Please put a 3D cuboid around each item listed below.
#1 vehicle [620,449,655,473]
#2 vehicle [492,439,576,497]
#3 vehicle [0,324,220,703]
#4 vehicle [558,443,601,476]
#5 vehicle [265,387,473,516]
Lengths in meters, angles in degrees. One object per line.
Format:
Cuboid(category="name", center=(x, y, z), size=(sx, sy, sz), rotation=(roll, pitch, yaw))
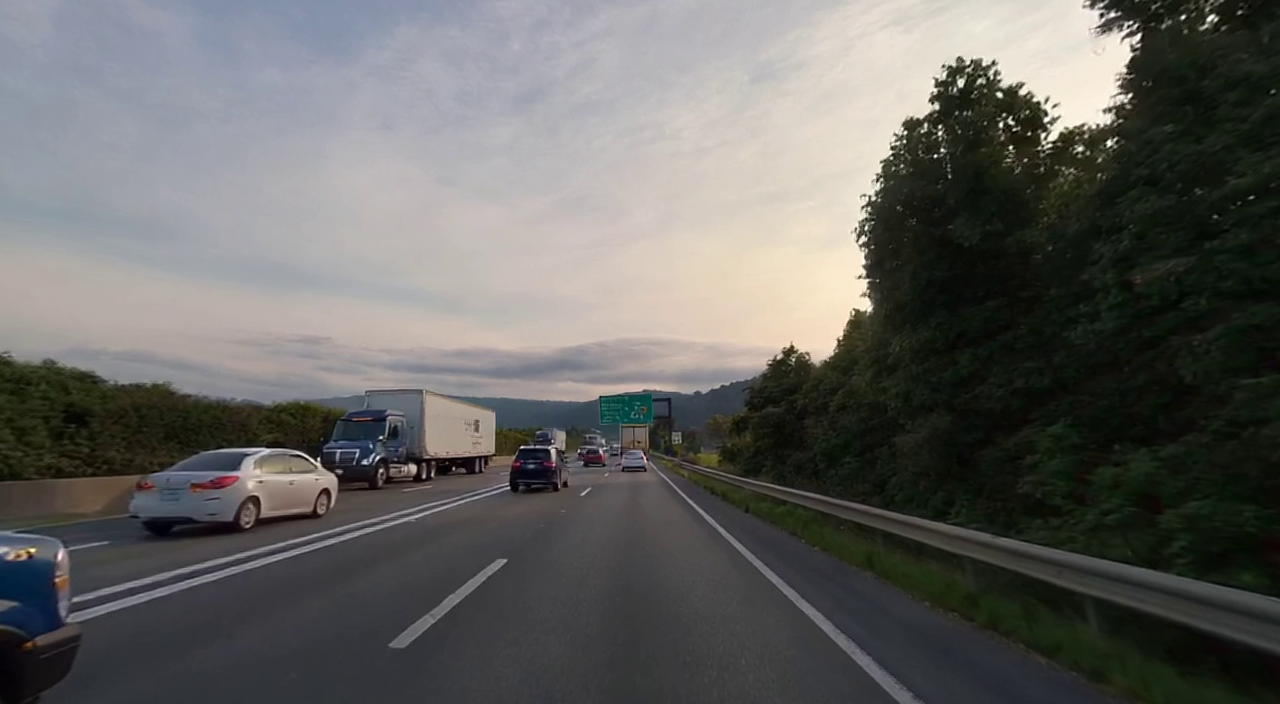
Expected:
Cuboid(category="vehicle", center=(-0.192, 6.761, 39.207), size=(2.095, 1.393, 3.908), rotation=(0, -9, -1))
Cuboid(category="vehicle", center=(-3.188, 3.572, 19.837), size=(1.937, 1.600, 4.141), rotation=(0, -9, 0))
Cuboid(category="vehicle", center=(-3.127, 0.563, 0.727), size=(2.117, 1.688, 4.582), rotation=(0, -9, 0))
Cuboid(category="vehicle", center=(-3.234, 5.832, 34.324), size=(1.994, 1.663, 4.047), rotation=(0, -9, -1))
Cuboid(category="vehicle", center=(-6.519, 2.557, 16.429), size=(2.655, 2.692, 6.168), rotation=(0, -9, 0))
